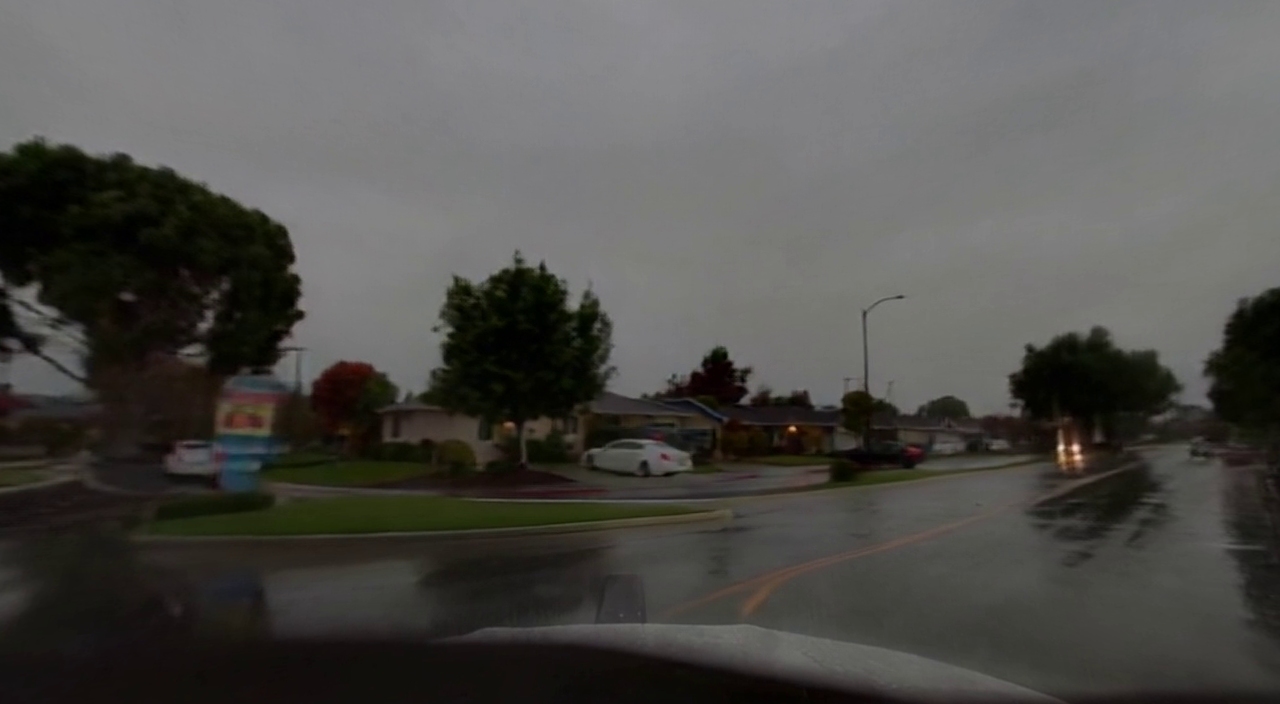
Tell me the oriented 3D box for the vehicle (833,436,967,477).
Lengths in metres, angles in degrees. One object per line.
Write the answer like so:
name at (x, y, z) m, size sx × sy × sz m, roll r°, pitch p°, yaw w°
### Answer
vehicle at (10.616, 4.299, 26.149) m, size 4.750 × 1.559 × 1.928 m, roll -2°, pitch -9°, yaw 11°

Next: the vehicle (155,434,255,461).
vehicle at (-25.131, 5.554, 36.709) m, size 4.585 × 1.457 × 1.899 m, roll 5°, pitch -10°, yaw -30°
